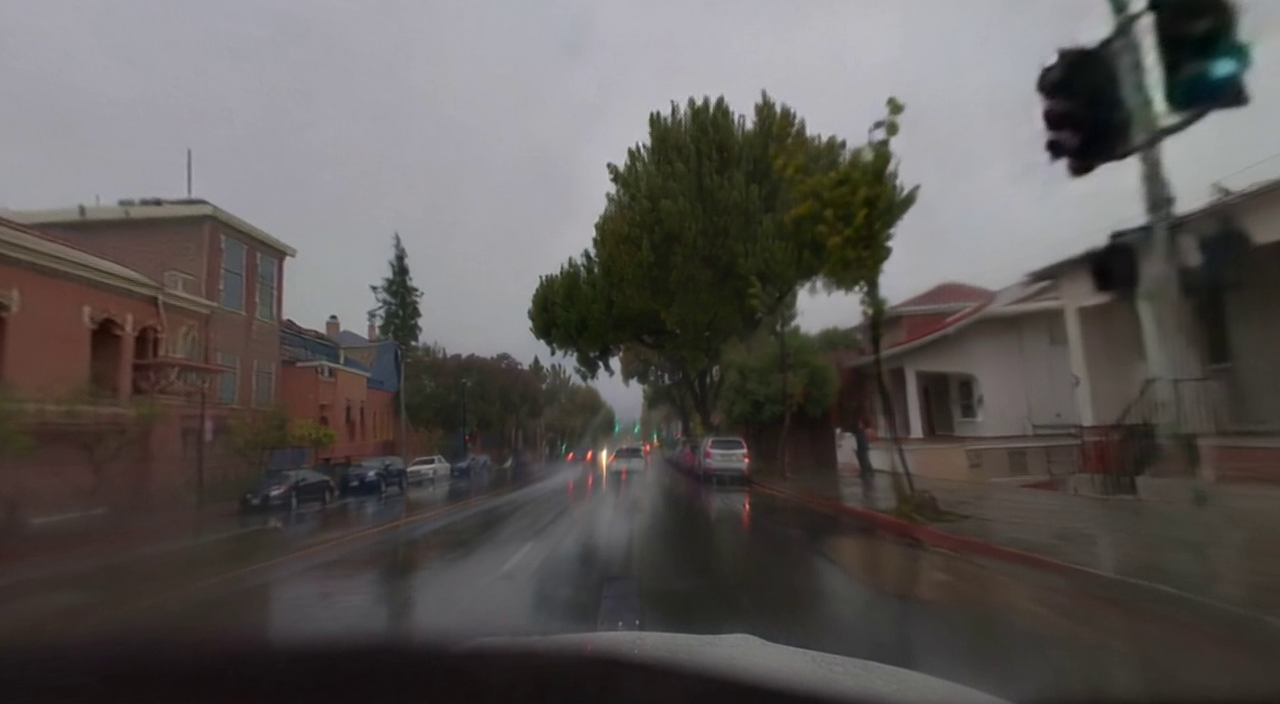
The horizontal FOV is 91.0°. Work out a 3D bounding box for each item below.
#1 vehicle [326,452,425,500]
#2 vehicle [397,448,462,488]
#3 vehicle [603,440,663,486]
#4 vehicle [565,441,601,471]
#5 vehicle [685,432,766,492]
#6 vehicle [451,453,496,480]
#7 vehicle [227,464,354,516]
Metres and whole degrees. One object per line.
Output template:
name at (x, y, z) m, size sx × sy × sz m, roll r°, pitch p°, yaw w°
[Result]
vehicle at (-12.217, 5.710, 29.613) m, size 2.109 × 1.941 × 6.025 m, roll 0°, pitch -8°, yaw -1°
vehicle at (-12.349, 6.812, 37.297) m, size 2.210 × 2.148 × 4.849 m, roll 0°, pitch -8°, yaw 0°
vehicle at (-0.239, 4.017, 23.087) m, size 1.998 × 1.518 × 4.015 m, roll 0°, pitch -8°, yaw -1°
vehicle at (-3.661, 6.794, 41.156) m, size 1.983 × 1.841 × 4.013 m, roll 0°, pitch -8°, yaw 0°
vehicle at (2.640, 3.516, 20.515) m, size 1.969 × 1.725 × 4.387 m, roll 0°, pitch -8°, yaw 0°
vehicle at (-12.324, 8.492, 46.983) m, size 2.026 × 1.791 × 4.909 m, roll 0°, pitch -8°, yaw 0°
vehicle at (-12.051, 4.751, 22.126) m, size 1.913 × 1.475 × 4.372 m, roll 0°, pitch -8°, yaw 1°
